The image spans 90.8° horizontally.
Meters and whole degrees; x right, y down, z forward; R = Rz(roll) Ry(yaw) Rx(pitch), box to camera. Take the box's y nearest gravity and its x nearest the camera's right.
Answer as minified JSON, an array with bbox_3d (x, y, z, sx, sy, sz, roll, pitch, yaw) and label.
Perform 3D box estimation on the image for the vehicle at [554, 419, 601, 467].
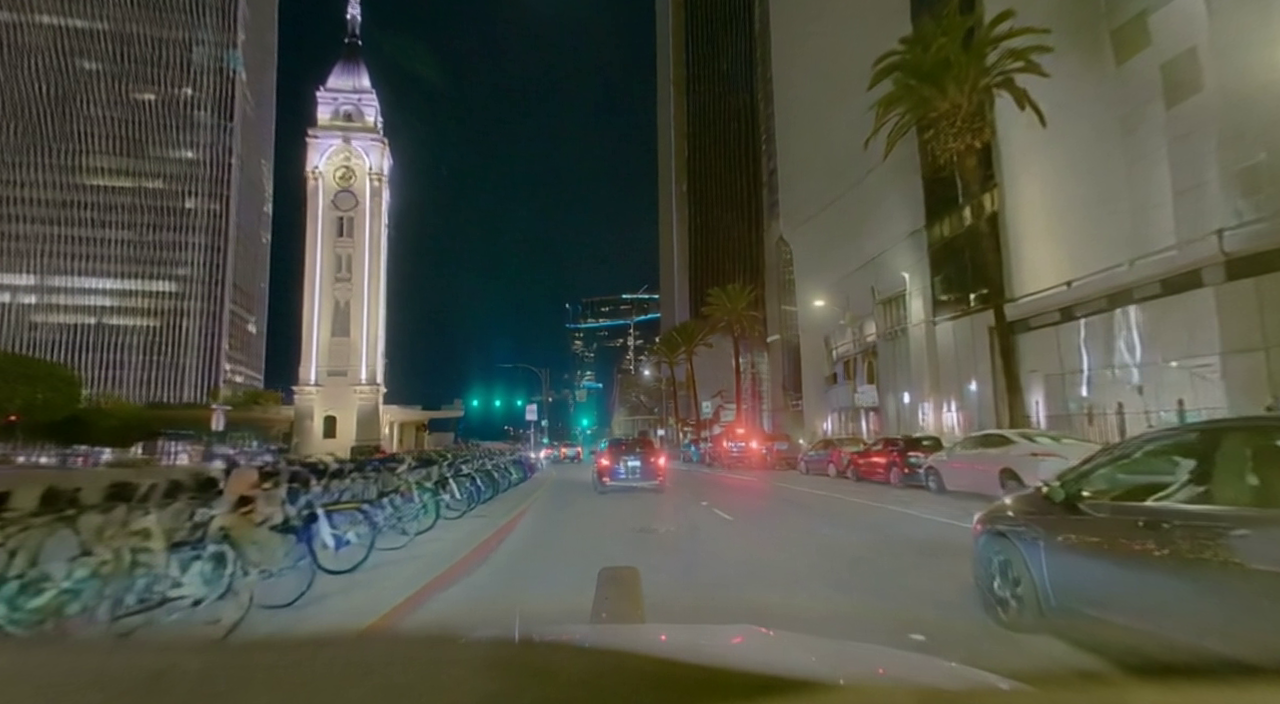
[{"bbox_3d":[-4.177,5.932,41.078,2.400,2.872,6.053,1,-9,-12],"label":"vehicle"}]

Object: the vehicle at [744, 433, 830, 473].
[{"bbox_3d":[6.477,4.522,28.478,1.945,1.623,5.013,1,-9,-9],"label":"vehicle"}]

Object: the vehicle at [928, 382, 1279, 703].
[{"bbox_3d":[3.595,0.932,2.940,2.116,1.500,4.702,0,-8,-3],"label":"vehicle"}]

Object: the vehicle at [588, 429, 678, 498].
[{"bbox_3d":[-0.323,2.957,17.092,2.111,1.605,3.832,0,-8,-6],"label":"vehicle"}]

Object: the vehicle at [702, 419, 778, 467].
[{"bbox_3d":[5.404,5.063,35.047,2.377,2.429,5.532,1,-9,-11],"label":"vehicle"}]

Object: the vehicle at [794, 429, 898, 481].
[{"bbox_3d":[7.272,3.681,22.822,1.860,1.684,4.211,1,-9,-7],"label":"vehicle"}]
